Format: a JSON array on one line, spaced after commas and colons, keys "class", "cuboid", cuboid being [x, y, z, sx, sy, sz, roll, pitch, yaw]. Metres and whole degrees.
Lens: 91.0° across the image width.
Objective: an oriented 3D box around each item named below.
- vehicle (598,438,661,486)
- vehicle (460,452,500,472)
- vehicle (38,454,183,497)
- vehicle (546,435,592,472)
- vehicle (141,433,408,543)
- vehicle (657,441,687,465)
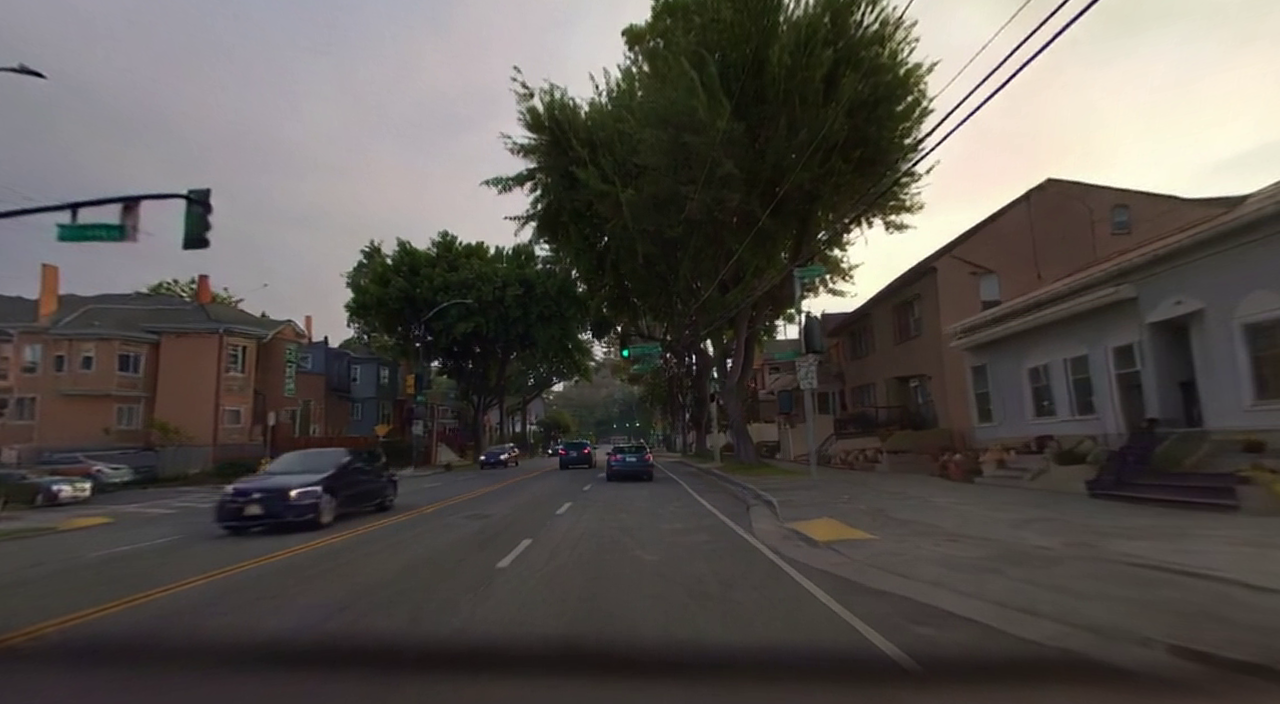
[{"class": "vehicle", "cuboid": [-0.383, 3.832, 22.171, 1.998, 1.518, 4.015, 0, -8, -1]}, {"class": "vehicle", "cuboid": [-12.396, 8.529, 49.012, 1.913, 1.475, 4.372, 0, -8, 1]}, {"class": "vehicle", "cuboid": [-23.232, 5.420, 27.735, 4.537, 1.755, 1.933, 0, -9, -1]}, {"class": "vehicle", "cuboid": [-3.724, 5.392, 33.532, 1.983, 1.841, 4.013, 0, -8, 0]}, {"class": "vehicle", "cuboid": [-6.339, 2.390, 11.873, 2.048, 1.601, 5.047, 0, -8, -1]}, {"class": "vehicle", "cuboid": [2.392, 7.601, 47.496, 1.969, 1.725, 4.387, 0, -8, -1]}]
